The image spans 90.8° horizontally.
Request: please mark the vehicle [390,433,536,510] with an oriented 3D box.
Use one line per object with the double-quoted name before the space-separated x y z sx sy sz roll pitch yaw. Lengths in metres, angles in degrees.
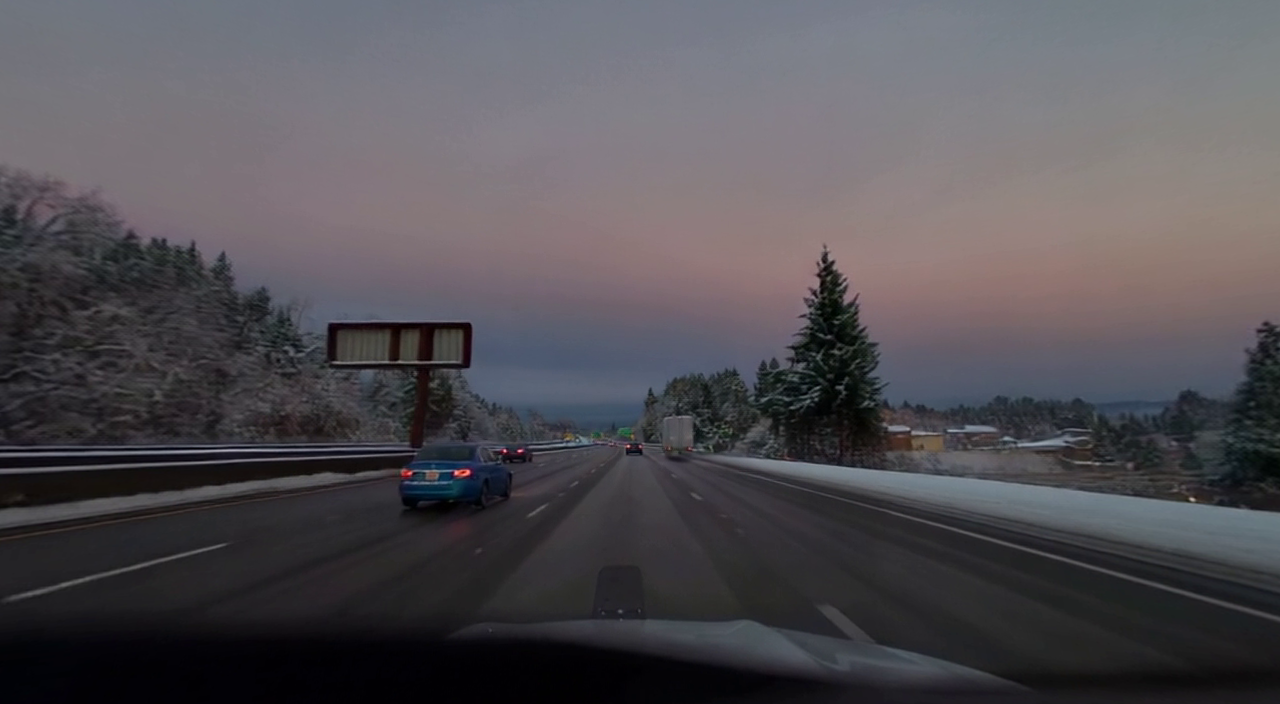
"vehicle" -3.837 2.672 14.609 2.090 1.487 4.276 -1 -8 1
